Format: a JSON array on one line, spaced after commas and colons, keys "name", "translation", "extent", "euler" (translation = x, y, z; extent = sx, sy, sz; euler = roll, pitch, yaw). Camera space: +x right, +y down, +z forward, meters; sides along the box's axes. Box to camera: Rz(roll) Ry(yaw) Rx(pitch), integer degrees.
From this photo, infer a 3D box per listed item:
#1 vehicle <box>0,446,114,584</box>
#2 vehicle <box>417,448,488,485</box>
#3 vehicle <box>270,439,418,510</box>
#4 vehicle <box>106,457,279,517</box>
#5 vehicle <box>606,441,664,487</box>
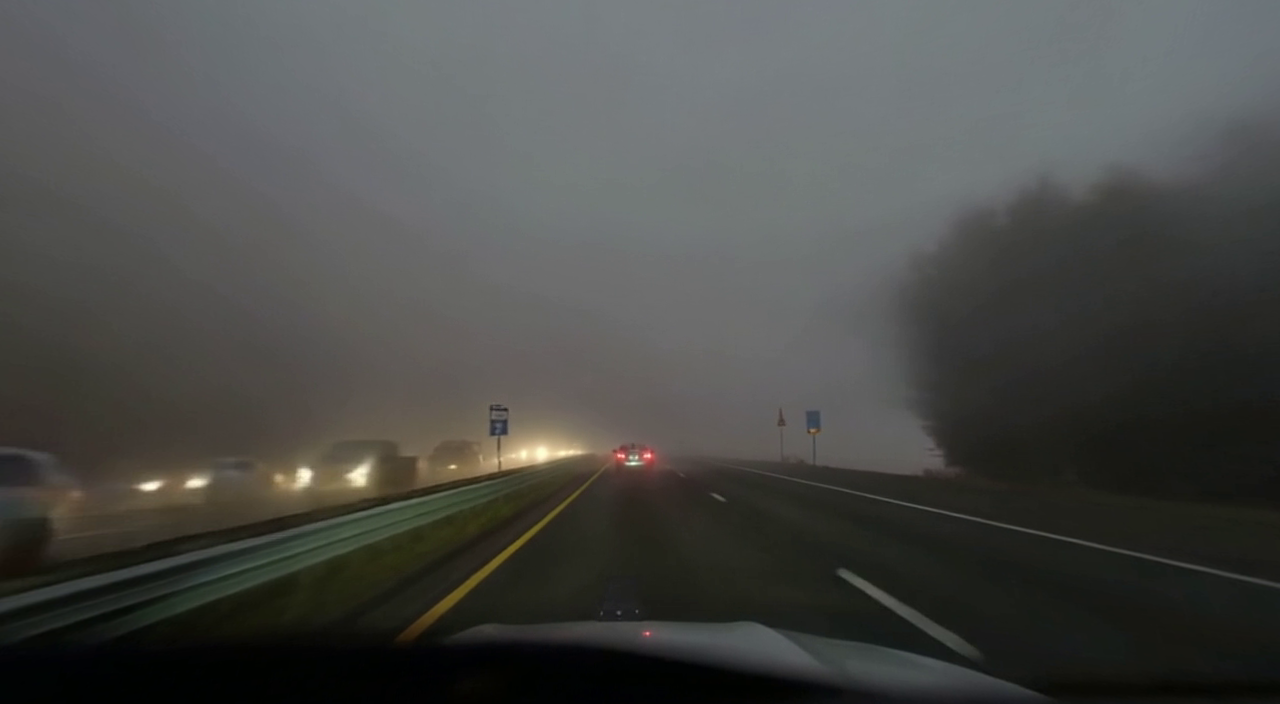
[{"name": "vehicle", "translation": [-8.163, 1.742, 6.395], "extent": [1.911, 1.535, 4.238], "euler": [0, -9, -1]}, {"name": "vehicle", "translation": [-8.584, 5.262, 29.100], "extent": [1.977, 1.549, 4.521], "euler": [0, -9, -1]}, {"name": "vehicle", "translation": [-8.010, 3.327, 17.507], "extent": [1.981, 1.681, 4.398], "euler": [0, -9, 0]}, {"name": "vehicle", "translation": [-13.268, 3.995, 19.023], "extent": [1.911, 1.514, 4.541], "euler": [0, -9, -1]}, {"name": "vehicle", "translation": [-0.169, 4.136, 23.408], "extent": [1.971, 1.518, 4.108], "euler": [0, -9, 0]}]
